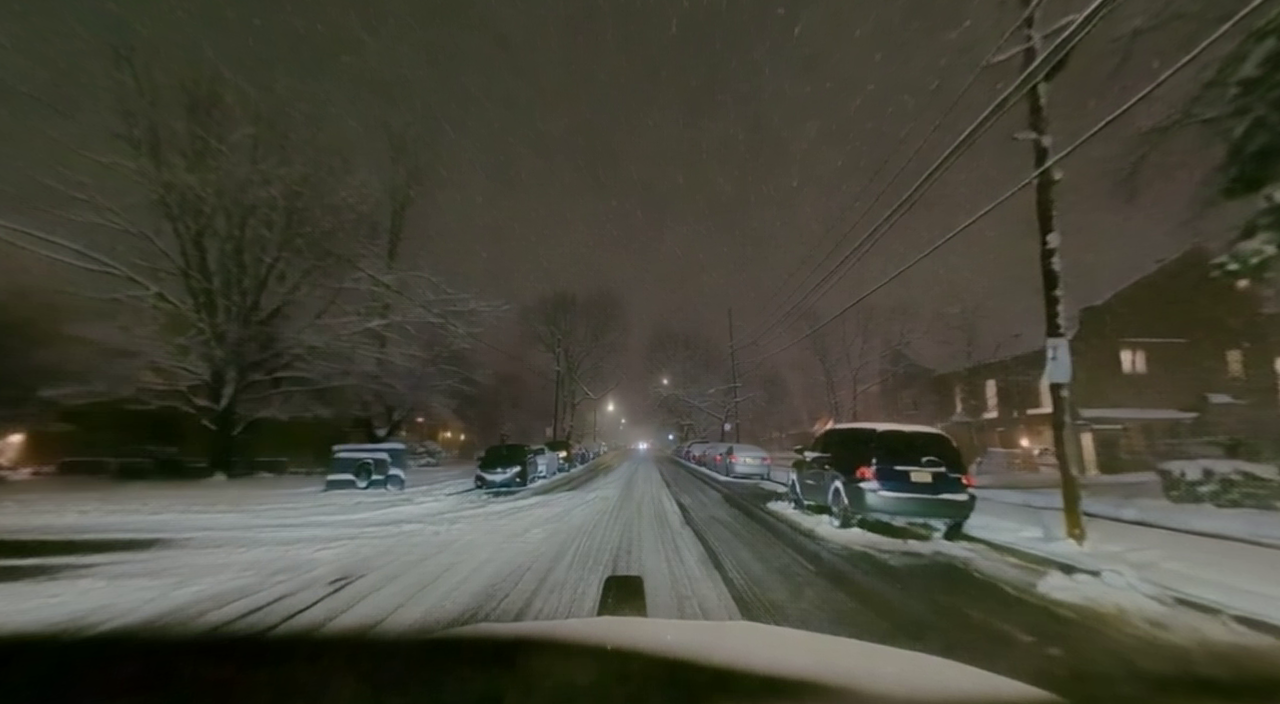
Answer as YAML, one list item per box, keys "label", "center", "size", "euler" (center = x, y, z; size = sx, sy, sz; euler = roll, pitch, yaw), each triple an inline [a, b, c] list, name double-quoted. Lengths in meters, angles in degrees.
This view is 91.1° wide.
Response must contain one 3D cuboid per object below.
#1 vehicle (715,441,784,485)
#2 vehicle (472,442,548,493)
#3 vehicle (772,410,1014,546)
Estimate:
- label: "vehicle"
  center: [4.123, 4.240, 24.329]
  size: [1.862, 1.525, 4.421]
  euler: [0, -8, 0]
- label: "vehicle"
  center: [-4.456, 3.981, 22.128]
  size: [1.870, 1.562, 4.212]
  euler: [0, -8, -1]
- label: "vehicle"
  center: [4.107, 2.155, 11.471]
  size: [2.215, 1.897, 5.131]
  euler: [0, -8, -1]
